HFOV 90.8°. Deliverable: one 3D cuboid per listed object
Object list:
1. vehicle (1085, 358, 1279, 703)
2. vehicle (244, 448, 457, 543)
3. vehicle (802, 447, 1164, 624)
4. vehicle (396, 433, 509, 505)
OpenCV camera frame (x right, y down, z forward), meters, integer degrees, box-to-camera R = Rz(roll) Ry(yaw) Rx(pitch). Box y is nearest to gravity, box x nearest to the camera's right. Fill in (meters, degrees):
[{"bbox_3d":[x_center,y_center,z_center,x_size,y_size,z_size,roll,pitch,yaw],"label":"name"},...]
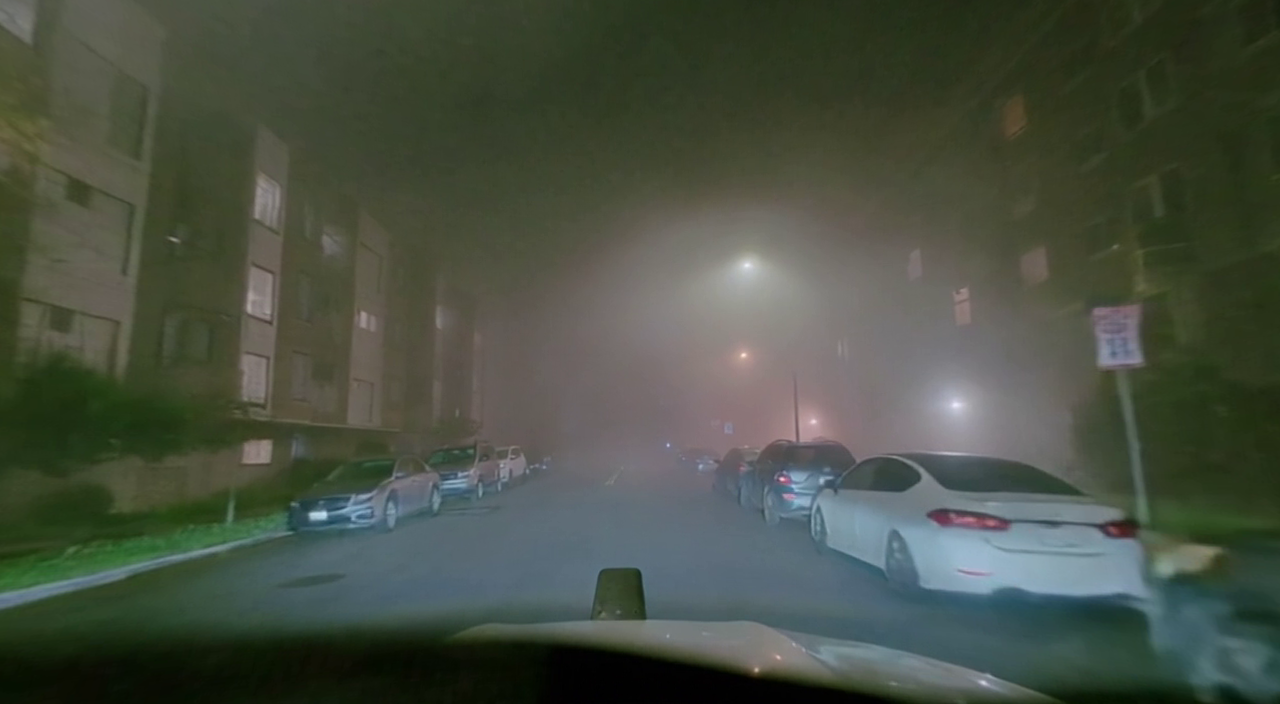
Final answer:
[{"bbox_3d":[3.647,0.714,1.321,2.063,1.729,4.538,0,-9,0],"label":"vehicle"},{"bbox_3d":[-5.441,2.724,12.826,2.119,1.500,4.953,0,-8,-2],"label":"vehicle"},{"bbox_3d":[3.341,1.814,7.297,1.835,1.420,4.186,0,-9,0],"label":"vehicle"},{"bbox_3d":[-5.619,3.558,19.661,2.216,1.953,4.553,0,-8,-2],"label":"vehicle"}]
